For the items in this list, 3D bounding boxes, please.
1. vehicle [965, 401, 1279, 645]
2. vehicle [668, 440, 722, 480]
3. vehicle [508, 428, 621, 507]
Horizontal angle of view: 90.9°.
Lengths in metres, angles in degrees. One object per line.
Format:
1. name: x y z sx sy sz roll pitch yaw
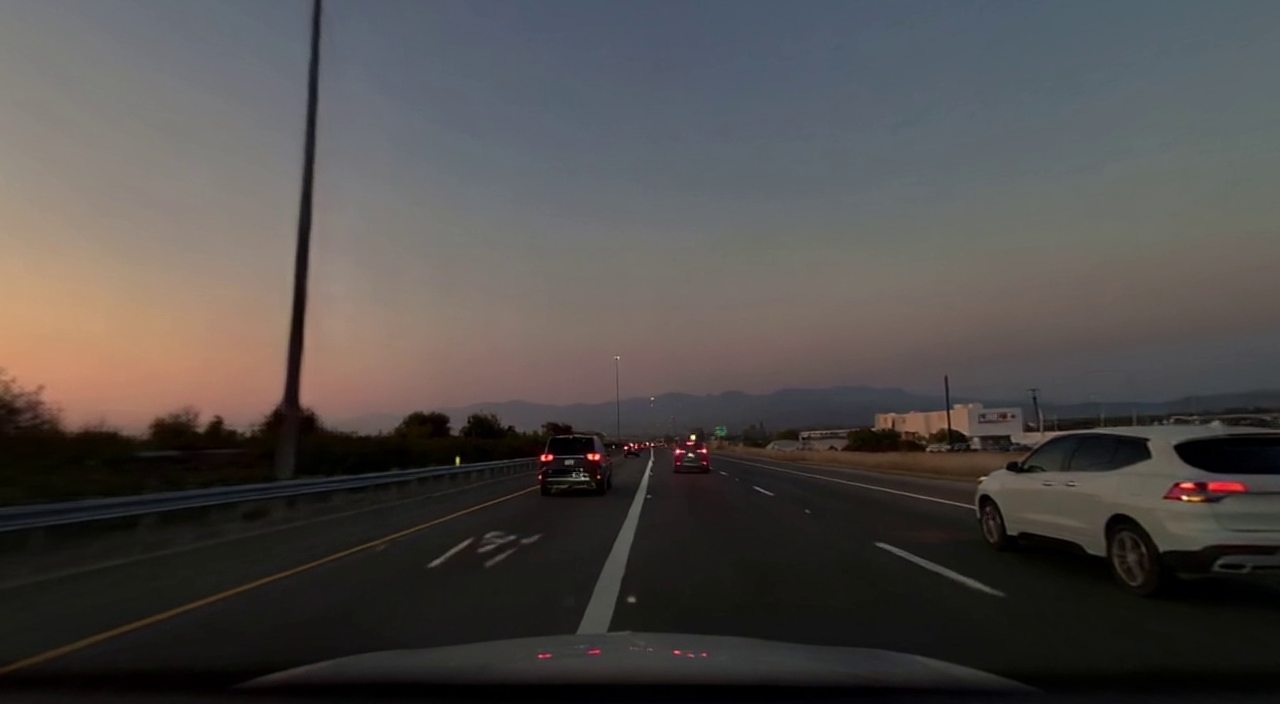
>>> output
1. vehicle: 5.273 1.390 5.951 2.027 1.588 4.611 -1 -8 2
2. vehicle: 2.232 4.511 26.663 2.000 1.558 3.945 0 -8 1
3. vehicle: -1.793 2.972 16.710 2.239 1.761 4.620 -1 -8 2
